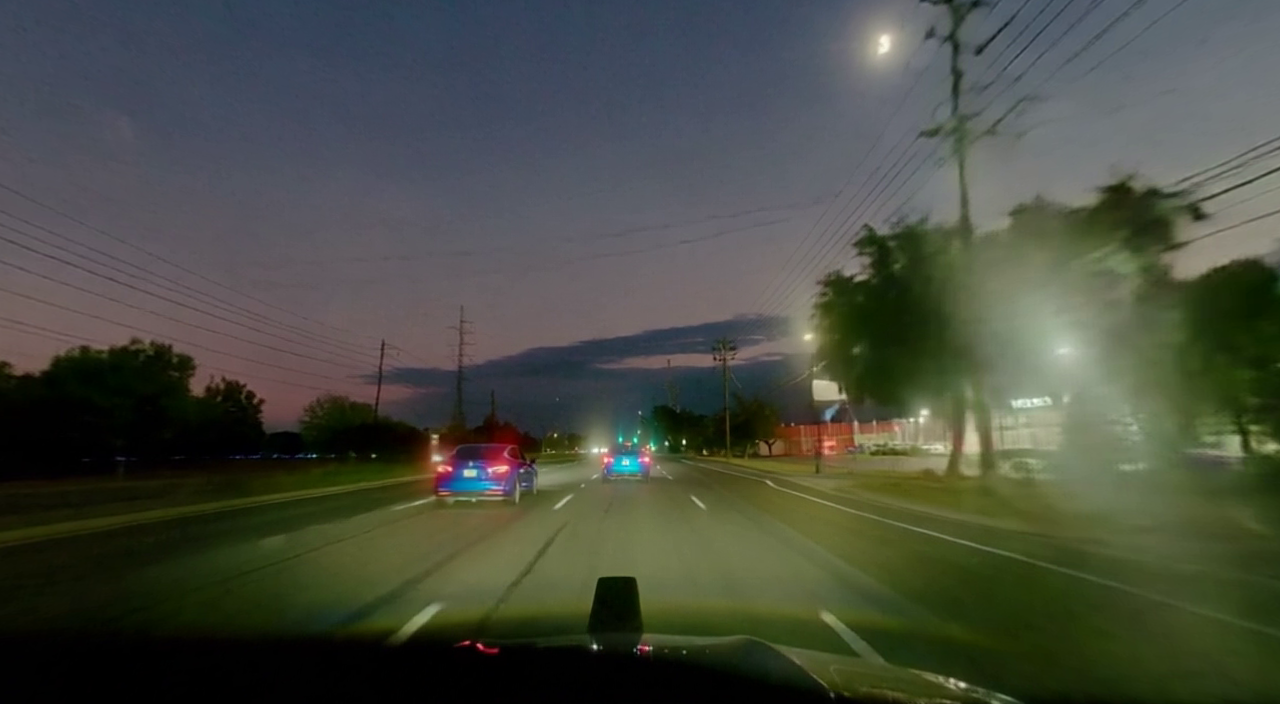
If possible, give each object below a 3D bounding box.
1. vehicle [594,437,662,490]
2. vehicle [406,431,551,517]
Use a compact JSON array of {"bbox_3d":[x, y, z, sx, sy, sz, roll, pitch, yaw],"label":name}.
[{"bbox_3d":[-0.370,3.885,22.373,2.189,1.652,4.135,0,-8,0],"label":"vehicle"},{"bbox_3d":[-3.405,2.681,14.470,1.985,1.607,4.892,0,-8,1],"label":"vehicle"}]
